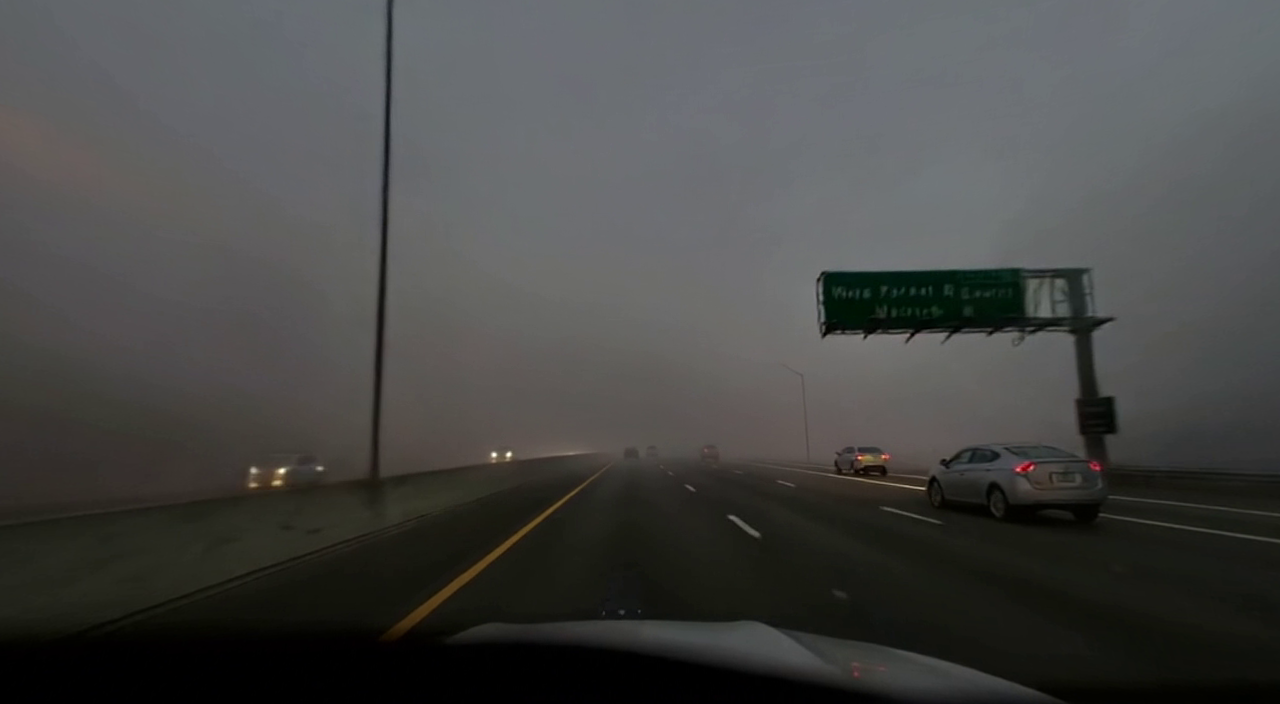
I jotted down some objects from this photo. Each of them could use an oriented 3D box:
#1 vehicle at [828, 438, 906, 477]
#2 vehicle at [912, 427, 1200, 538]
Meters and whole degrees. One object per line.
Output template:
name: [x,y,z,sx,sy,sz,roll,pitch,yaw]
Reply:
vehicle: [10.853,5.056,30.561,2.068,1.680,4.361,-1,-8,0]
vehicle: [6.995,2.221,11.440,1.901,1.548,4.684,0,-8,-2]
